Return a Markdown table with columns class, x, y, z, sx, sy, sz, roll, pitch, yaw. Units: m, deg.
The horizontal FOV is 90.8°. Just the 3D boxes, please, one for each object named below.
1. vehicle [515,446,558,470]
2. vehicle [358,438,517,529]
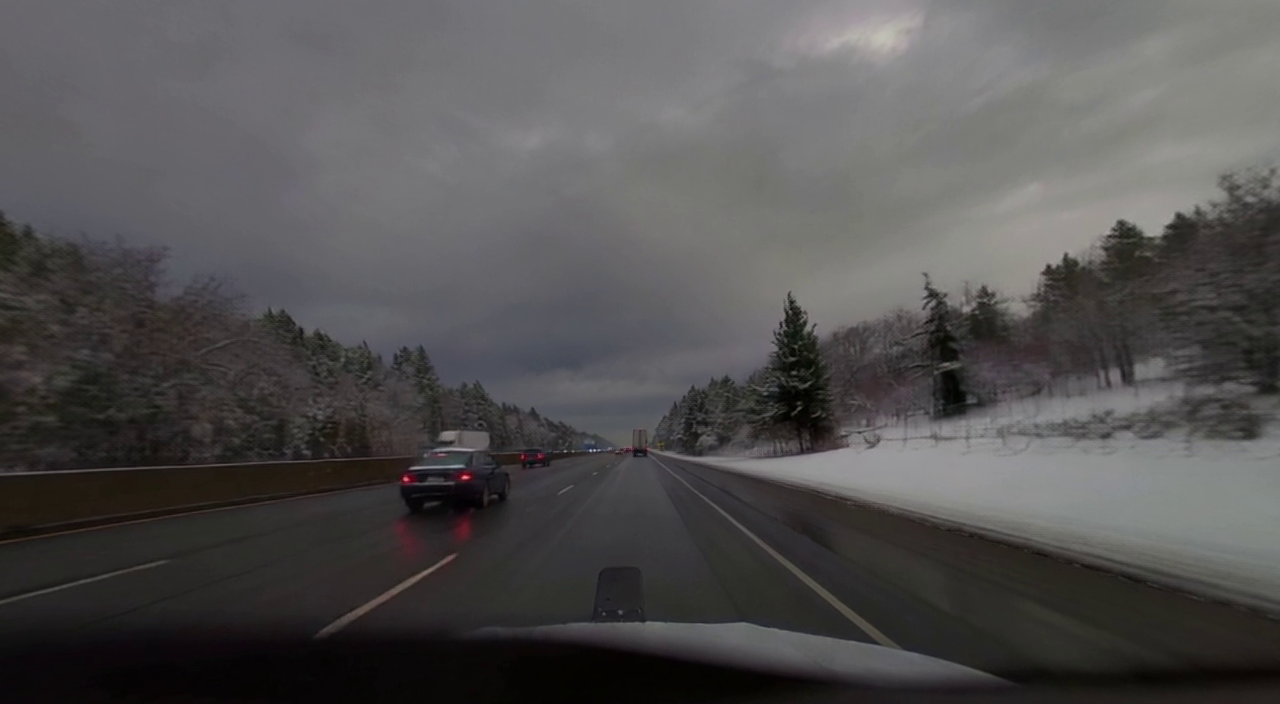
| class | x | y | z | sx | sy | sz | roll | pitch | yaw |
| --- | --- | --- | --- | --- | --- | --- | --- | --- | --- |
| vehicle | -7.263 | 7.485 | 44.848 | 2.179 | 1.577 | 5.070 | 0 | -9 | 1 |
| vehicle | -3.817 | 2.536 | 12.668 | 1.893 | 1.521 | 3.742 | 0 | -9 | 1 |
